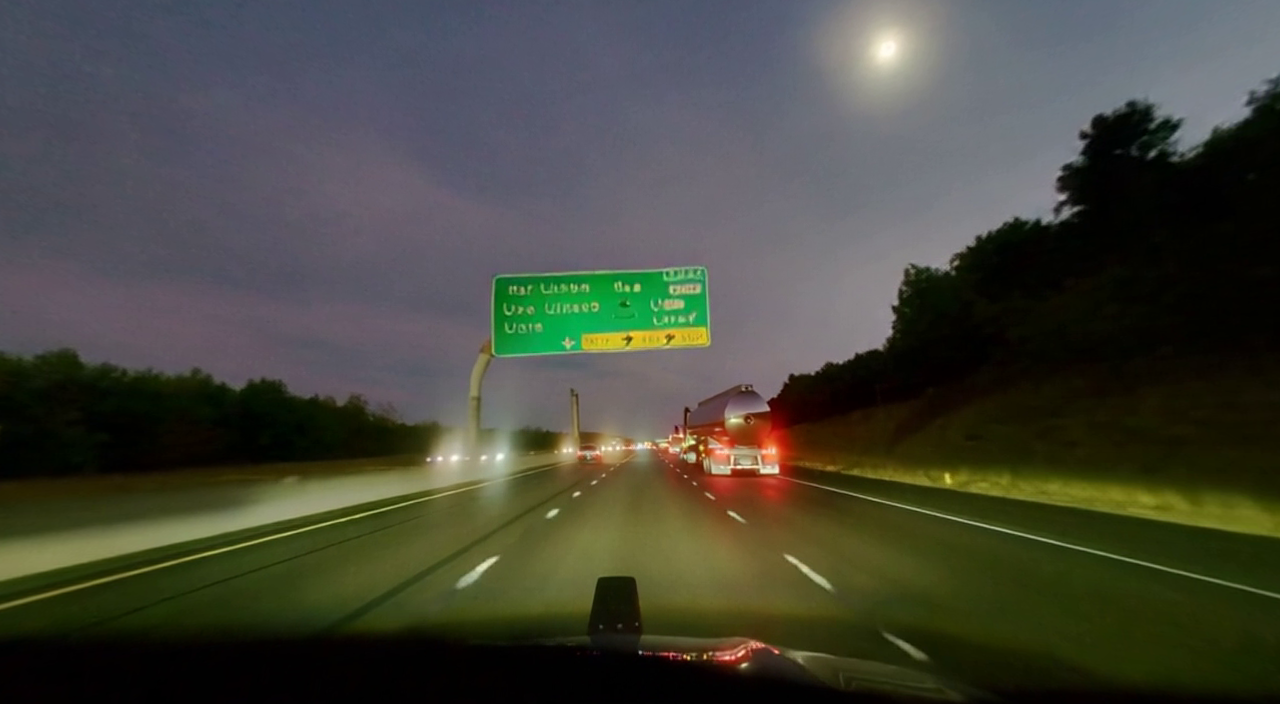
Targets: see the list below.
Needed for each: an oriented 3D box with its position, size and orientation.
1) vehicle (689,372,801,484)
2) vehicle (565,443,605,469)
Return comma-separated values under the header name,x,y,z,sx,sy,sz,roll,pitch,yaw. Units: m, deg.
name,x,y,z,sx,sy,sz,roll,pitch,yaw
vehicle,3.881,3.239,25.904,2.759,3.734,9.708,0,-9,-1
vehicle,-3.306,6.308,38.508,1.986,1.458,4.506,0,-9,1
